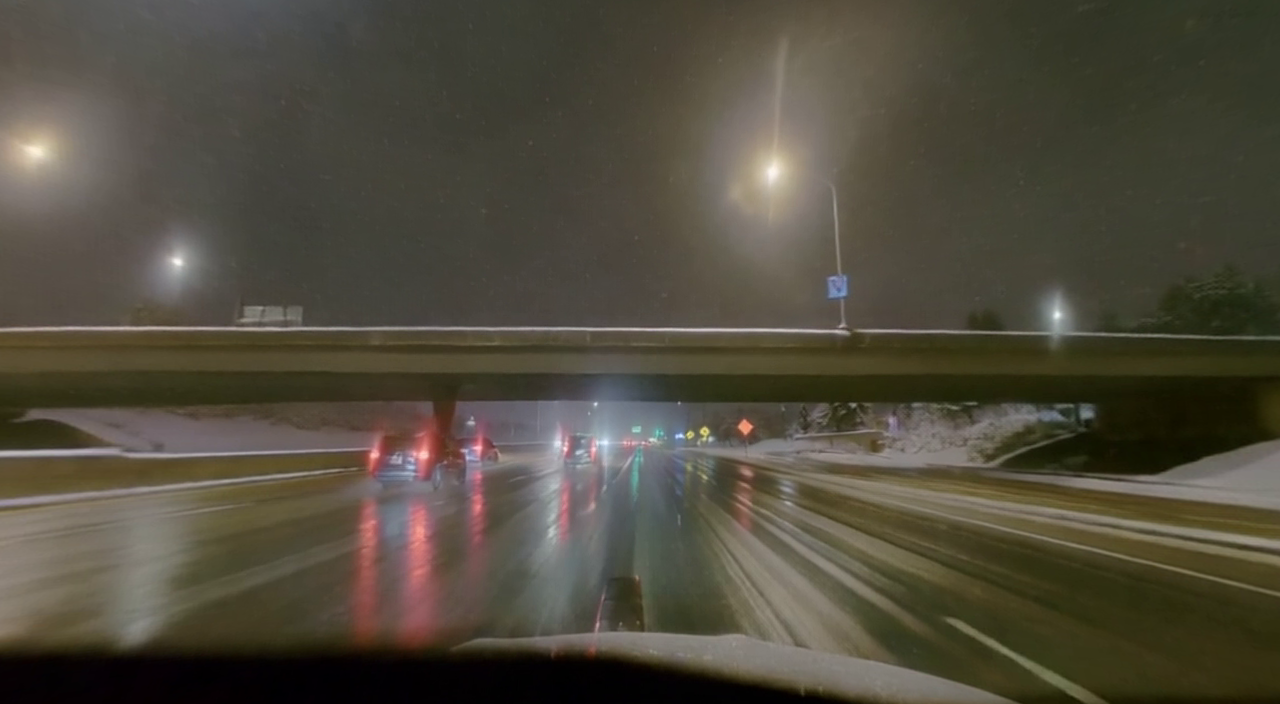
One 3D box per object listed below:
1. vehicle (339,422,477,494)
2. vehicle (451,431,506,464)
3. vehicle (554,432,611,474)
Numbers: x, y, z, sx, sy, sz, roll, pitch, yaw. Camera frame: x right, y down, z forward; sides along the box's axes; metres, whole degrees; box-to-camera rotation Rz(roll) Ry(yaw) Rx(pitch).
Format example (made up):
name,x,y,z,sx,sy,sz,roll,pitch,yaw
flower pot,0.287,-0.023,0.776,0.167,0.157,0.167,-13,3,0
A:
name,x,y,z,sx,sy,sz,roll,pitch,yaw
vehicle,-6.318,2.955,17.935,2.015,1.762,4.790,0,-8,1
vehicle,-9.449,5.640,37.385,1.969,1.759,4.758,0,-8,1
vehicle,-2.411,4.390,27.690,2.027,1.697,4.307,0,-8,1
